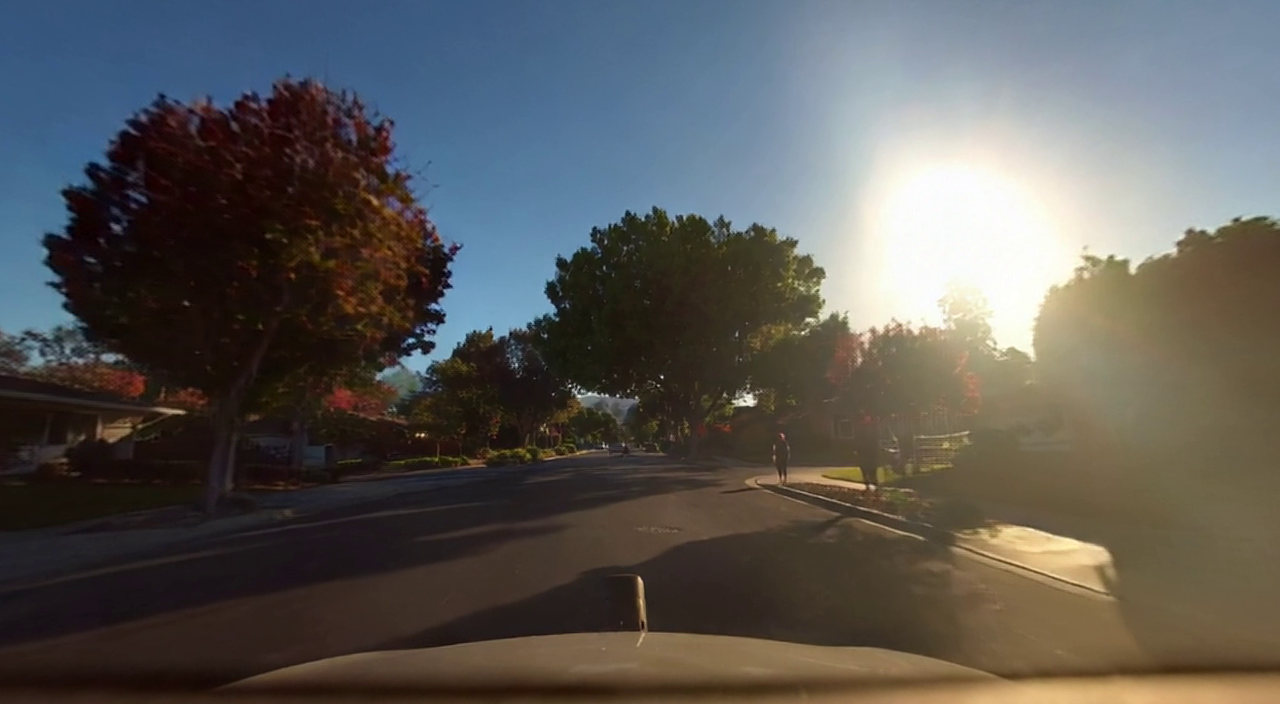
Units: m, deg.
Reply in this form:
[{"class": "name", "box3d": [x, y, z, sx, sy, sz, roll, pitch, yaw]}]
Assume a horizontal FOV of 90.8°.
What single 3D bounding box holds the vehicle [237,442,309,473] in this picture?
[{"class": "vehicle", "box3d": [-25.429, 7.346, 43.967, 2.004, 1.856, 4.934, -4, -9, 1]}]
